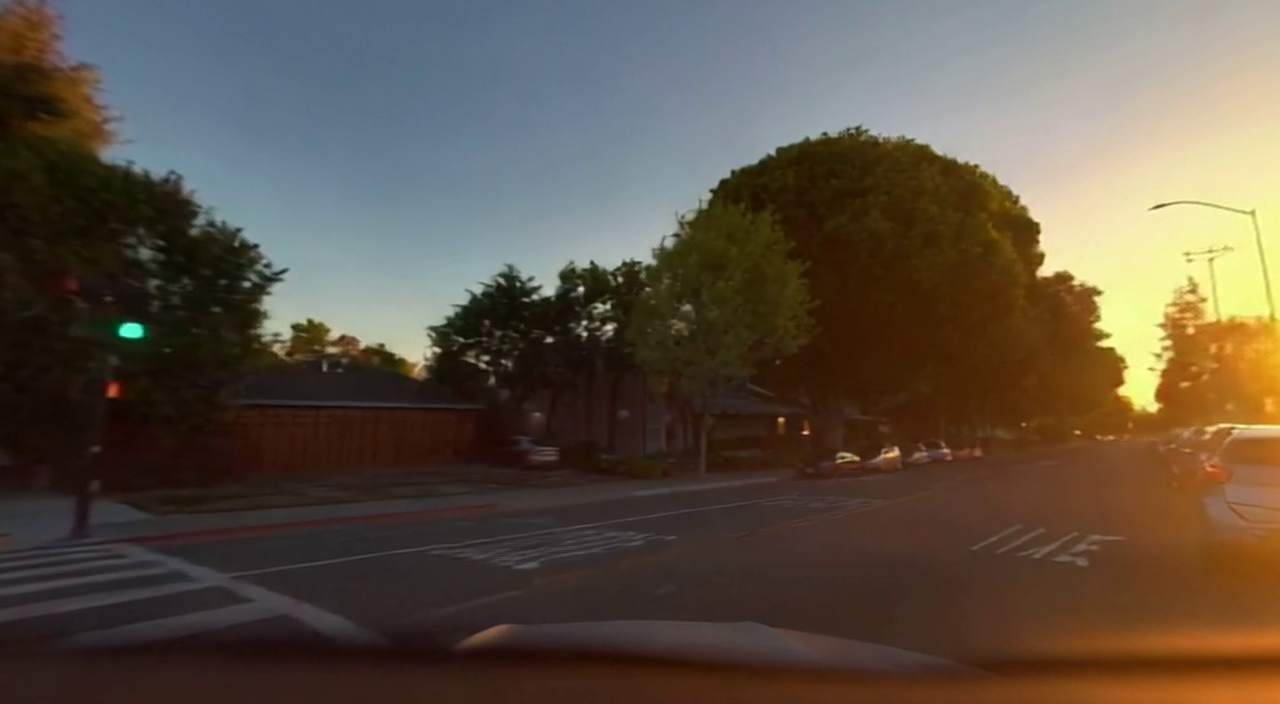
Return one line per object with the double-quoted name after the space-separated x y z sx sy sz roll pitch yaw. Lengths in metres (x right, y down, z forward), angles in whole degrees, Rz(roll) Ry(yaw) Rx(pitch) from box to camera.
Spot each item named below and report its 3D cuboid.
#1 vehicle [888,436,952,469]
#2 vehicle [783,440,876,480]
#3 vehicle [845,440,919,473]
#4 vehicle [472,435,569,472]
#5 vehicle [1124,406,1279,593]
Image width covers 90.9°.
15.817 5.638 35.468 1.973 1.755 4.528 -8 -12 40 "vehicle"
7.974 4.455 26.224 1.963 1.470 4.671 -9 -12 38 "vehicle"
11.935 5.114 30.928 1.948 1.477 4.518 -9 -12 39 "vehicle"
-5.736 4.793 29.997 4.554 1.595 2.028 -7 -11 39 "vehicle"
7.348 1.550 7.297 2.315 1.668 4.425 -8 -11 41 "vehicle"
